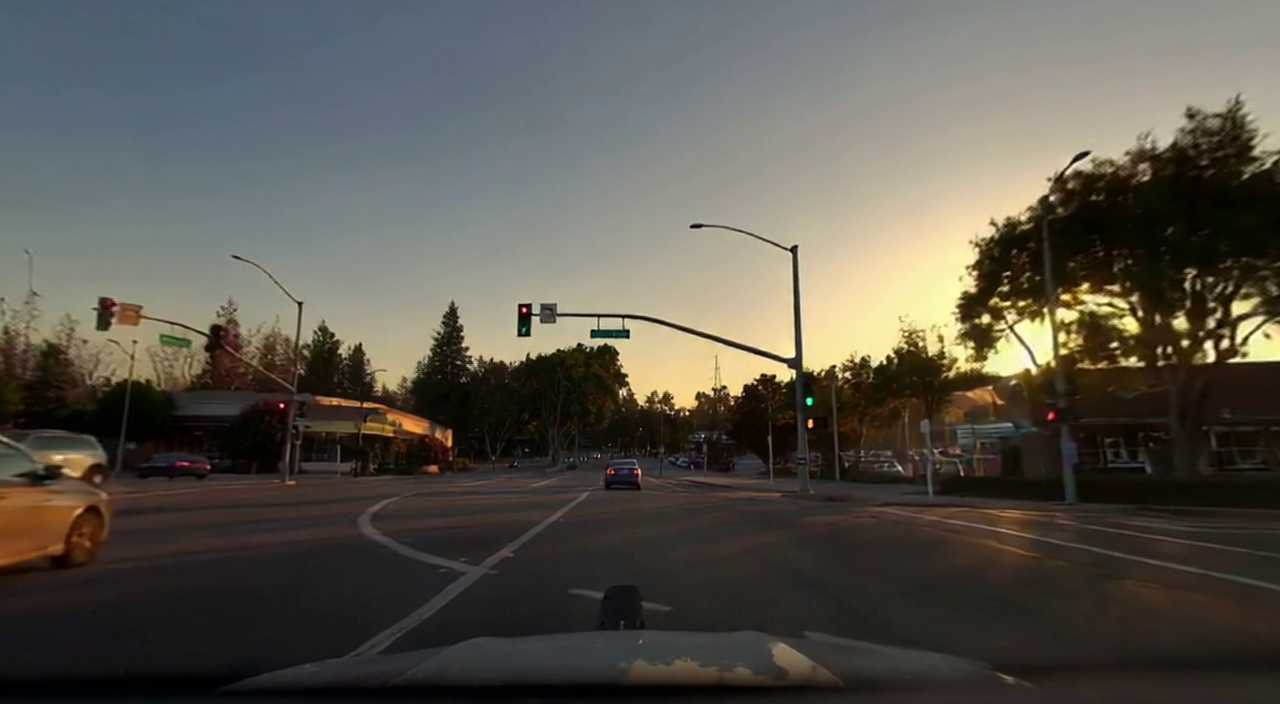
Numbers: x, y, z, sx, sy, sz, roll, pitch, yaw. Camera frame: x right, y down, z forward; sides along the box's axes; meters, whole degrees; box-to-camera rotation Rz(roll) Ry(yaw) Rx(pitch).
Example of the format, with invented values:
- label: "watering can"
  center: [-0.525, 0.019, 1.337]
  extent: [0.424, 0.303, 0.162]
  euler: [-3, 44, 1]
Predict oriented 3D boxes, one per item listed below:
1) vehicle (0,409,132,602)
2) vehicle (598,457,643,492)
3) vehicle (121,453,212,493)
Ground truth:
- label: "vehicle"
  center: [-6.637, 1.346, 5.406]
  extent: [1.909, 1.704, 4.307]
  euler: [2, -9, -16]
- label: "vehicle"
  center: [-0.928, 5.575, 29.041]
  extent: [1.917, 1.418, 3.987]
  euler: [0, -9, -3]
- label: "vehicle"
  center: [-19.813, 4.987, 26.382]
  extent: [3.981, 1.510, 1.904]
  euler: [-7, -11, 37]
